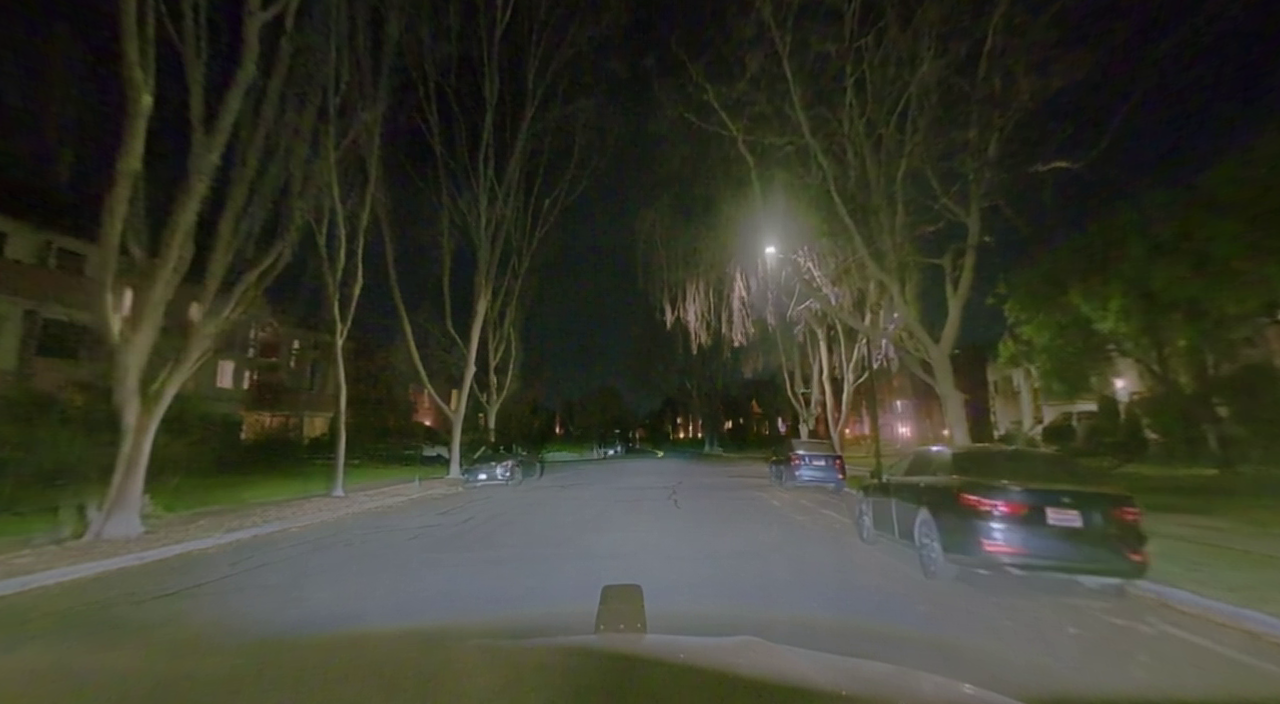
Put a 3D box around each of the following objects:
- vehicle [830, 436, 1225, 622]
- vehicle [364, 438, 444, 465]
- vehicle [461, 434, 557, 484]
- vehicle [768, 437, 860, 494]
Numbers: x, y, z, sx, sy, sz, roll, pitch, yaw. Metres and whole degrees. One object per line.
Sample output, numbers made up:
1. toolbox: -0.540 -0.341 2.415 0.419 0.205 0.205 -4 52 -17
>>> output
1. vehicle: 3.797 1.727 7.466 2.088 1.429 4.796 -1 -8 7
2. vehicle: -16.834 7.111 44.978 4.879 1.867 2.234 1 -8 -4
3. vehicle: -4.612 3.917 22.864 1.943 1.433 4.717 -7 -11 6
4. vehicle: 5.010 3.277 18.711 1.931 1.395 4.793 0 -7 7
